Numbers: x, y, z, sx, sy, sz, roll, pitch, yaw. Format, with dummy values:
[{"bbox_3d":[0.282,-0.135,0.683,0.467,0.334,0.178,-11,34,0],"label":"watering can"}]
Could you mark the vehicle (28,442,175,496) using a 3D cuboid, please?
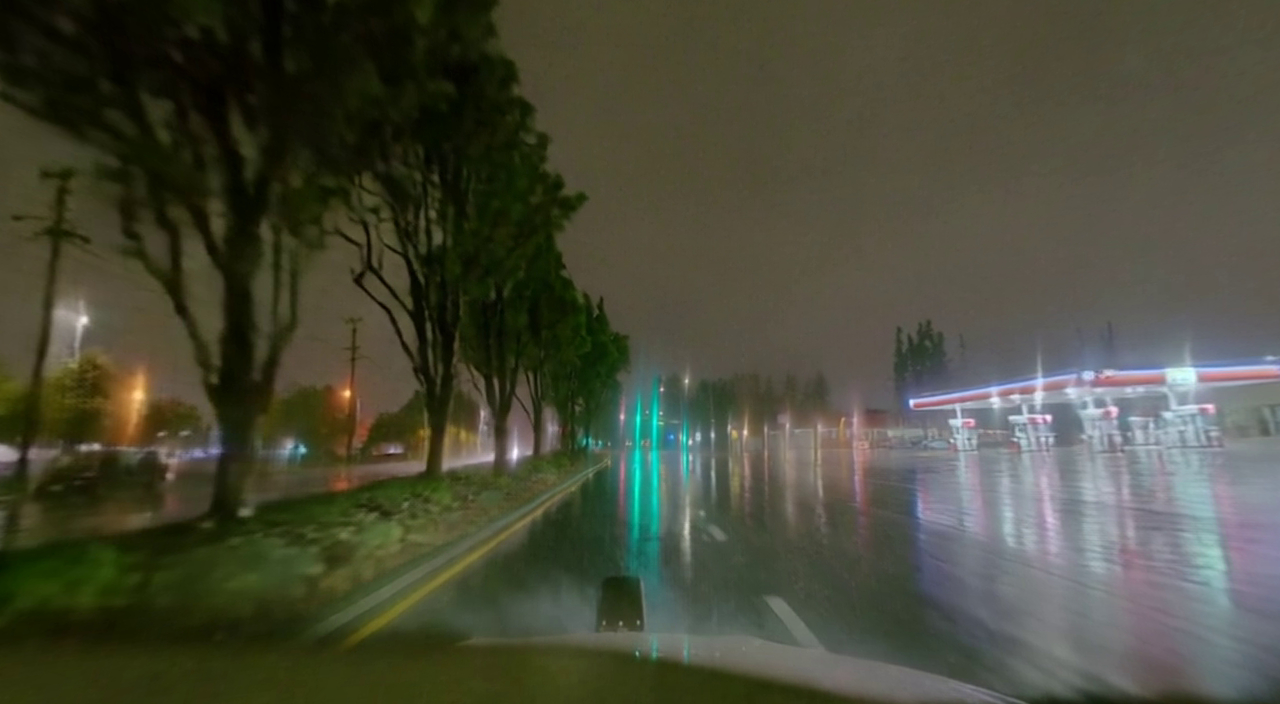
[{"bbox_3d":[-22.174,4.785,26.357,2.076,1.927,4.749,-2,-8,-2],"label":"vehicle"}]
